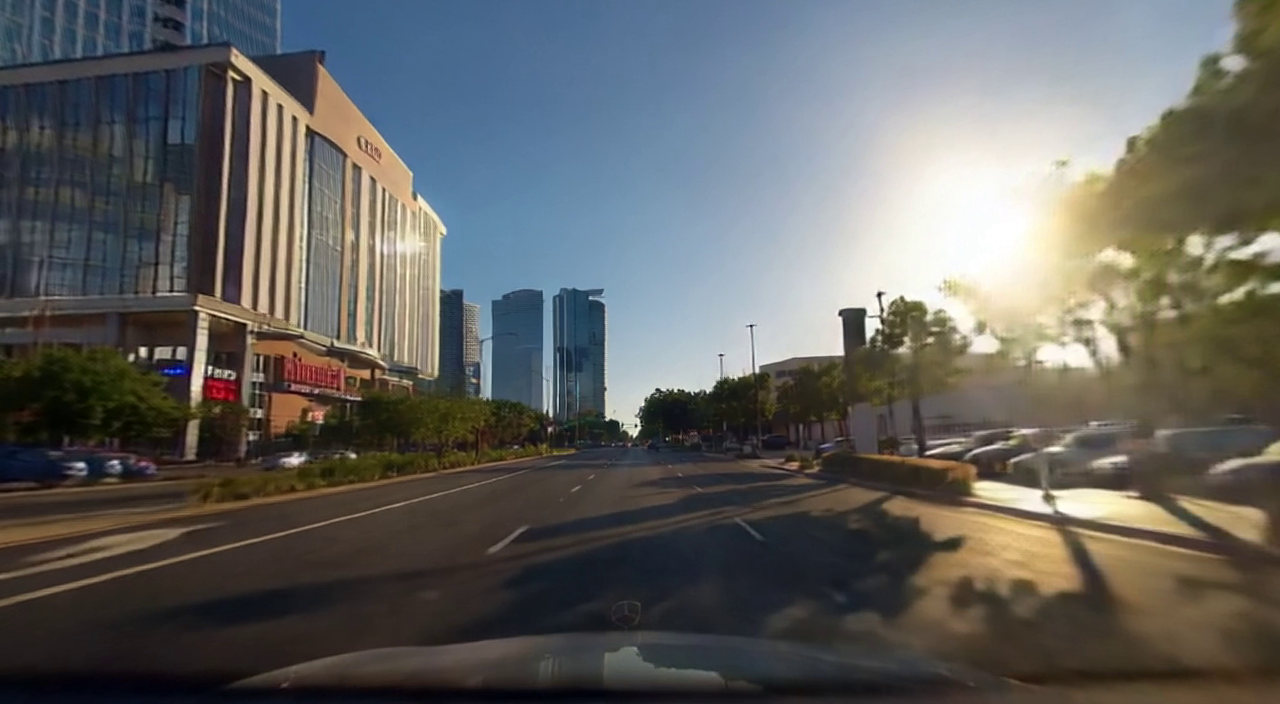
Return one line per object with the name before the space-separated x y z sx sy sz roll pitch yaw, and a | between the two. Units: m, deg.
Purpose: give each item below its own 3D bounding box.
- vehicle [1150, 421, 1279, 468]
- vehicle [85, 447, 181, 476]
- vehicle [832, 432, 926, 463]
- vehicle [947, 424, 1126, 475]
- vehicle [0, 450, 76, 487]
vehicle | 24.399 3.871 26.478 1.917 1.772 5.073 0 -8 2
vehicle | -30.775 6.652 38.414 4.189 1.678 1.887 0 -8 1
vehicle | 13.381 5.366 35.506 4.386 1.570 2.043 -1 -9 -2
vehicle | 14.325 3.553 23.071 5.134 1.732 2.047 0 -8 0
vehicle | -30.693 5.633 30.793 4.441 1.667 2.223 -1 -8 6
